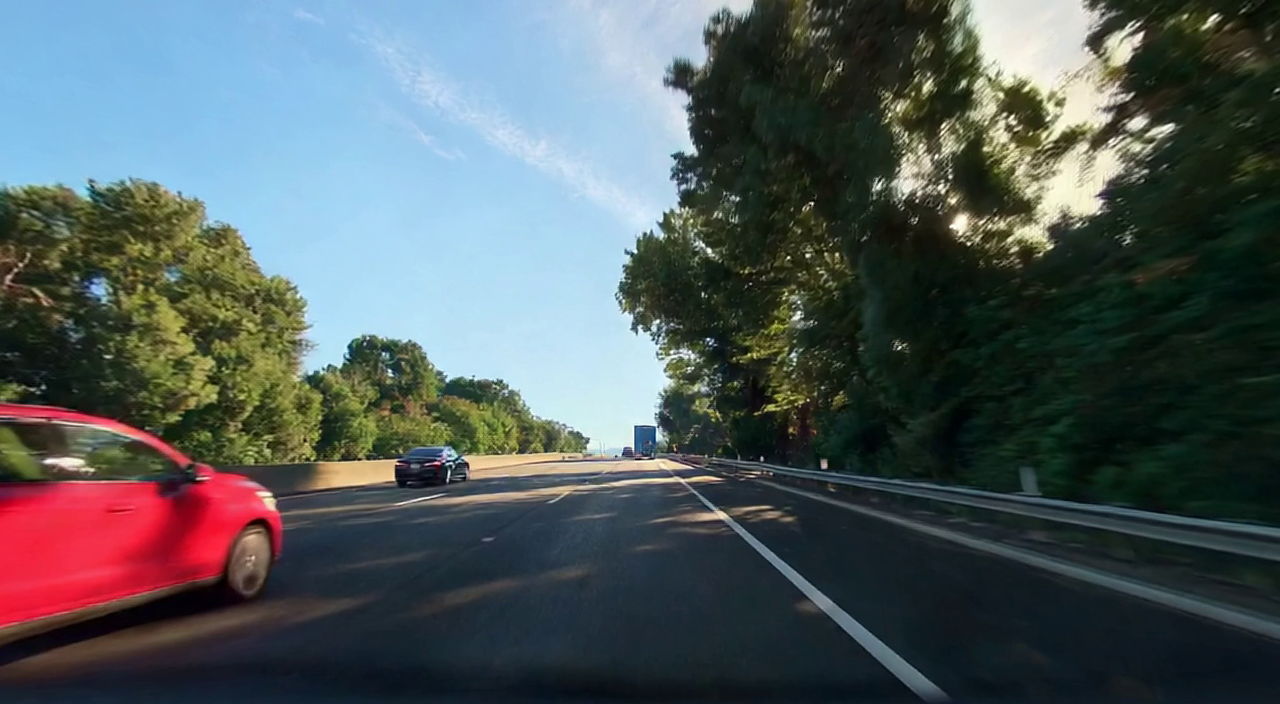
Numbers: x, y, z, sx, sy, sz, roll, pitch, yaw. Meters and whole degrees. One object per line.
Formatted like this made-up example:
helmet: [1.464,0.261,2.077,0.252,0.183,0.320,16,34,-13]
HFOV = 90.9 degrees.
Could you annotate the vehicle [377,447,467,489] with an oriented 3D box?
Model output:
vehicle: [-8.257,4.419,24.327,1.877,1.433,4.266,-1,-9,1]

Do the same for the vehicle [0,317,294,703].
vehicle: [-4.127,0.765,2.841,2.124,1.888,5.226,0,-9,0]
